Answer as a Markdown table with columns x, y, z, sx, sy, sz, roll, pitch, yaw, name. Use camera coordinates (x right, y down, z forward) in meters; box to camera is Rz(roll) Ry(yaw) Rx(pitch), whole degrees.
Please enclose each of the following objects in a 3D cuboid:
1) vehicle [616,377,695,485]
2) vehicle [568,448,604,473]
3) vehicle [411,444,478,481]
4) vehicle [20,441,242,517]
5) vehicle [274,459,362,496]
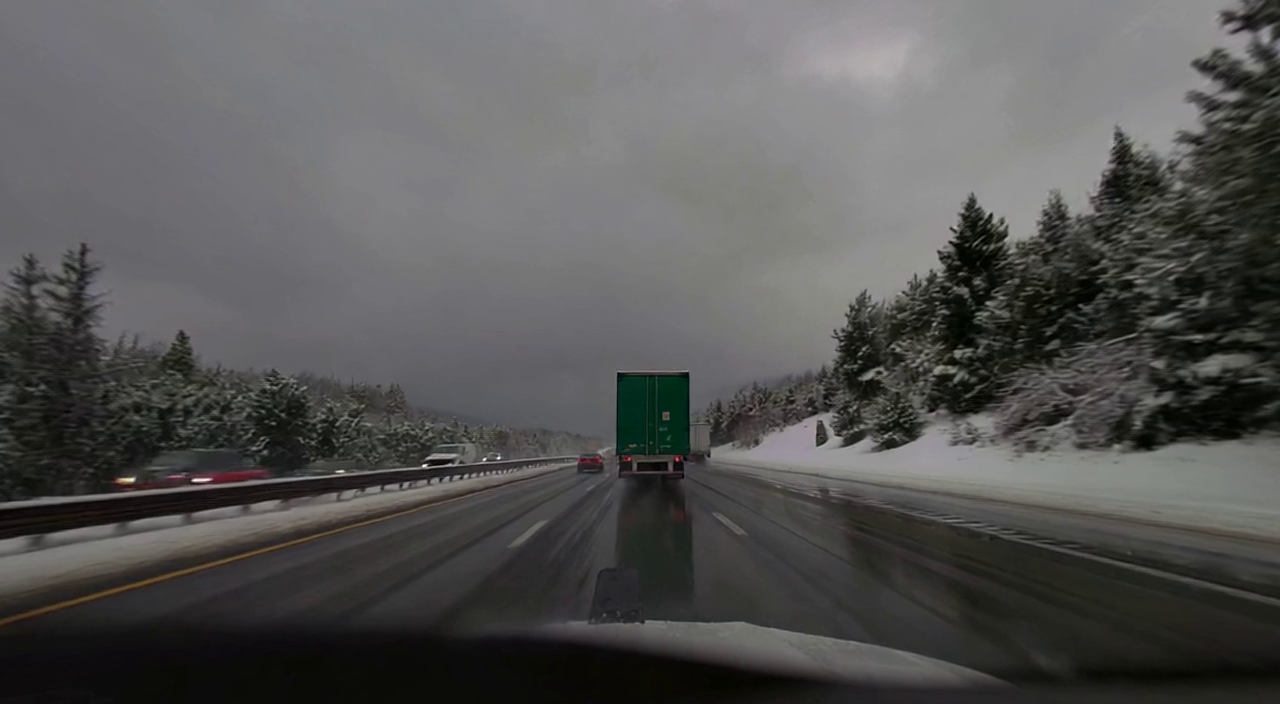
| x | y | z | sx | sy | sz | roll | pitch | yaw | name |
| --- | --- | --- | --- | --- | --- | --- | --- | --- | --- |
| 0.561 | 3.813 | 29.263 | 2.932 | 4.042 | 11.054 | 0 | -9 | 0 | vehicle |
| -3.556 | 7.265 | 42.396 | 2.012 | 1.521 | 4.227 | 0 | -9 | 0 | vehicle |
| -11.136 | 6.323 | 36.406 | 2.122 | 1.930 | 5.086 | 0 | -9 | 1 | vehicle |
| -19.212 | 4.755 | 24.652 | 2.571 | 2.376 | 7.455 | -2 | -8 | -1 | vehicle |
| -14.710 | 5.723 | 29.053 | 1.950 | 1.479 | 3.862 | 0 | -9 | 1 | vehicle |
